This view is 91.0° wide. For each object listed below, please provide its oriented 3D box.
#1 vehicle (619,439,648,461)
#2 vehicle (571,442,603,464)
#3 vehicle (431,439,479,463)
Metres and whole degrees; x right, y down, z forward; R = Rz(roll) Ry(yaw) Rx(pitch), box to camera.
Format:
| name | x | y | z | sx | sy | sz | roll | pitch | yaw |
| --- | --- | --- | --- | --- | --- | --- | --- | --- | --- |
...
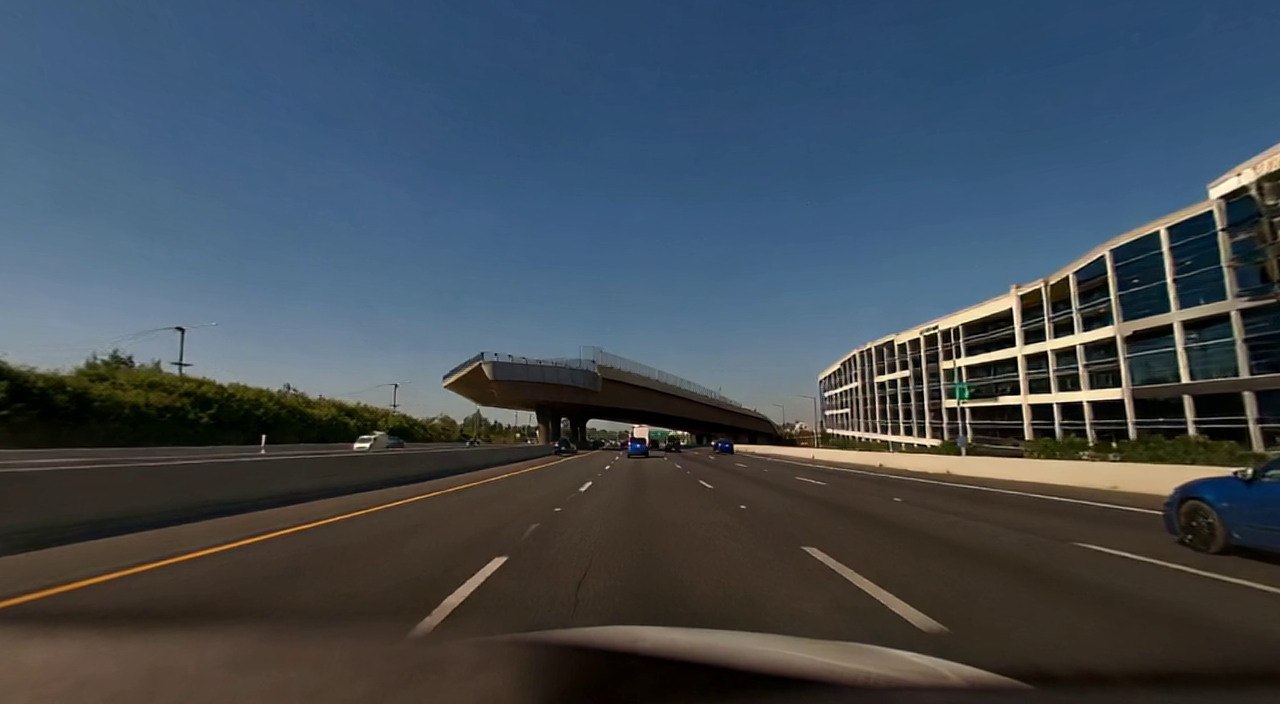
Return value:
| name | x | y | z | sx | sy | sz | roll | pitch | yaw |
| --- | --- | --- | --- | --- | --- | --- | --- | --- | --- |
| vehicle | -0.432 | 7.117 | 45.877 | 2.036 | 1.542 | 3.891 | 0 | -8 | 0 |
| vehicle | -3.552 | 6.781 | 42.423 | 1.825 | 1.347 | 3.773 | 0 | -8 | 0 |
| vehicle | -12.597 | 6.754 | 43.093 | 1.901 | 1.488 | 4.435 | 0 | -8 | 1 |
